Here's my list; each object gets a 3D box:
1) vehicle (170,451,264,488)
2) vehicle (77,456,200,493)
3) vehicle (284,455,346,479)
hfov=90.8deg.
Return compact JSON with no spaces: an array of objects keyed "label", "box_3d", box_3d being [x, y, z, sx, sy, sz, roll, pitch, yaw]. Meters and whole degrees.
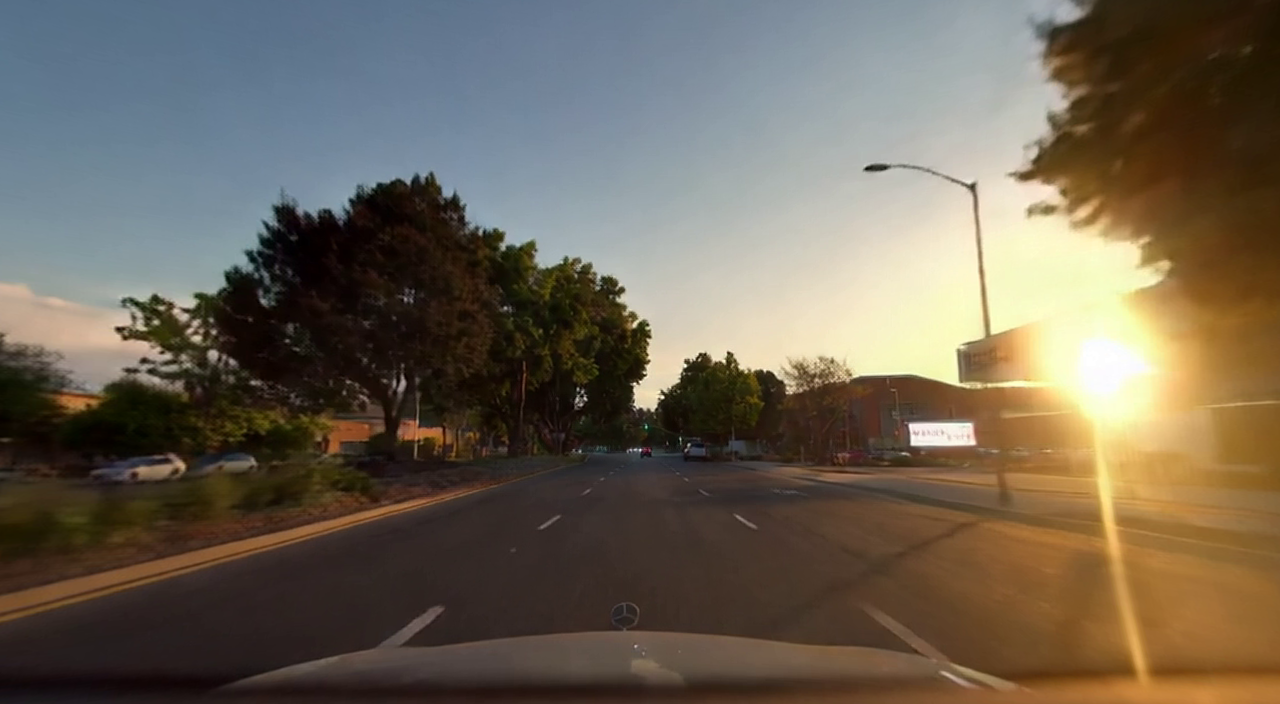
[{"label":"vehicle","box_3d":[-22.430,6.254,33.728,1.902,1.609,4.689,-7,-10,-1]},{"label":"vehicle","box_3d":[-22.491,5.472,28.588,1.846,1.452,4.484,-1,-9,0]},{"label":"vehicle","box_3d":[-22.392,7.894,43.696,1.771,1.524,4.592,-1,-9,1]}]
